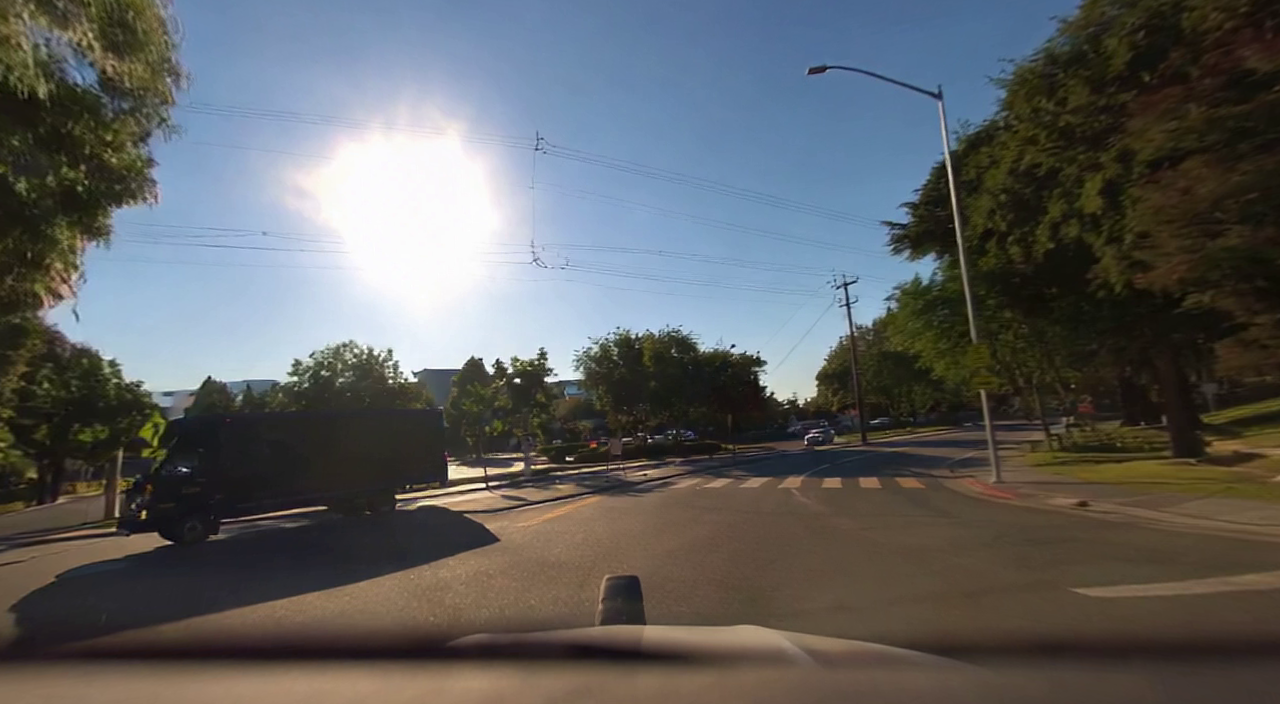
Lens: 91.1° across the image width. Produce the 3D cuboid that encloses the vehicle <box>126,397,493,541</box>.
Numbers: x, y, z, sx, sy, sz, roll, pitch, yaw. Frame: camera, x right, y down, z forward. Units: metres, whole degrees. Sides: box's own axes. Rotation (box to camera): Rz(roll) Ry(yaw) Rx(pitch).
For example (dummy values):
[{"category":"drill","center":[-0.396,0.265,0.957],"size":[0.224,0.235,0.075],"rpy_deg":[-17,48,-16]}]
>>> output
[{"category":"vehicle","center":[-9.525,3.183,19.607],"size":[2.838,3.326,9.680],"rpy_deg":[-7,-7,41]}]
